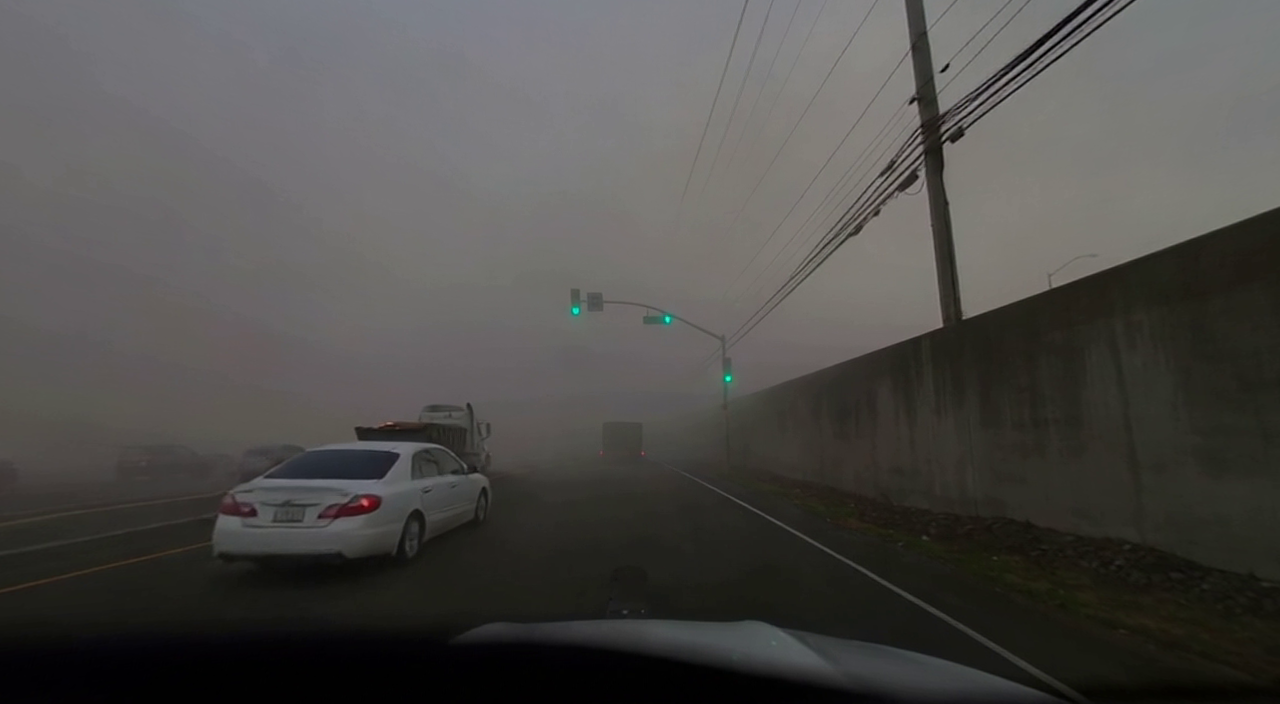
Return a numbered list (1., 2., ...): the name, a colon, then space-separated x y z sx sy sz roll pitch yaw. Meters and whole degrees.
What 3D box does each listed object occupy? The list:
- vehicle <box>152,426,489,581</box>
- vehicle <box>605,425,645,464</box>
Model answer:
1. vehicle: -3.705 1.839 8.656 2.019 1.480 4.966 0 -8 0
2. vehicle: -0.963 5.832 39.813 2.355 2.305 5.336 0 -8 -1
